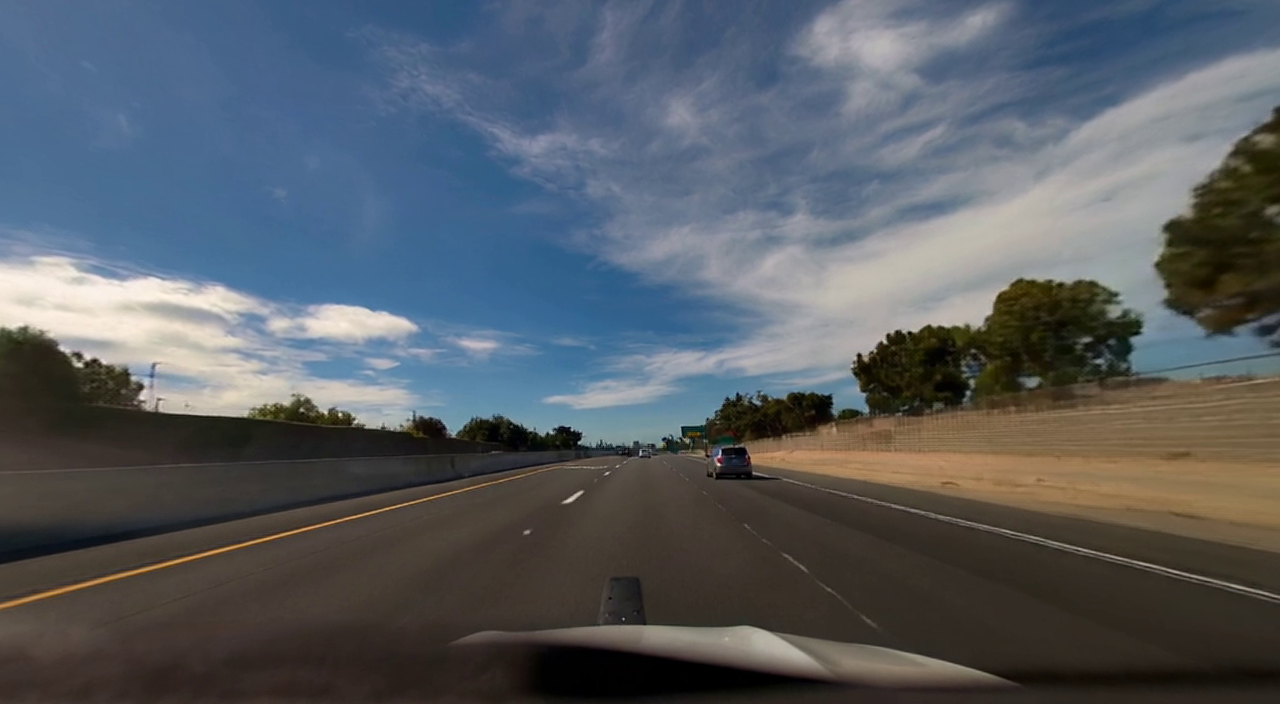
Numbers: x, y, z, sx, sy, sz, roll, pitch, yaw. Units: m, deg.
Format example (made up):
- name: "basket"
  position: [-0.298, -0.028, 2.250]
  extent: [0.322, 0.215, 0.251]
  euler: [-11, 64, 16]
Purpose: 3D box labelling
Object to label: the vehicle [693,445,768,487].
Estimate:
- name: "vehicle"
  position: [3.401, 4.385, 24.635]
  extent: [2.193, 1.462, 4.533]
  euler: [0, -8, -1]
